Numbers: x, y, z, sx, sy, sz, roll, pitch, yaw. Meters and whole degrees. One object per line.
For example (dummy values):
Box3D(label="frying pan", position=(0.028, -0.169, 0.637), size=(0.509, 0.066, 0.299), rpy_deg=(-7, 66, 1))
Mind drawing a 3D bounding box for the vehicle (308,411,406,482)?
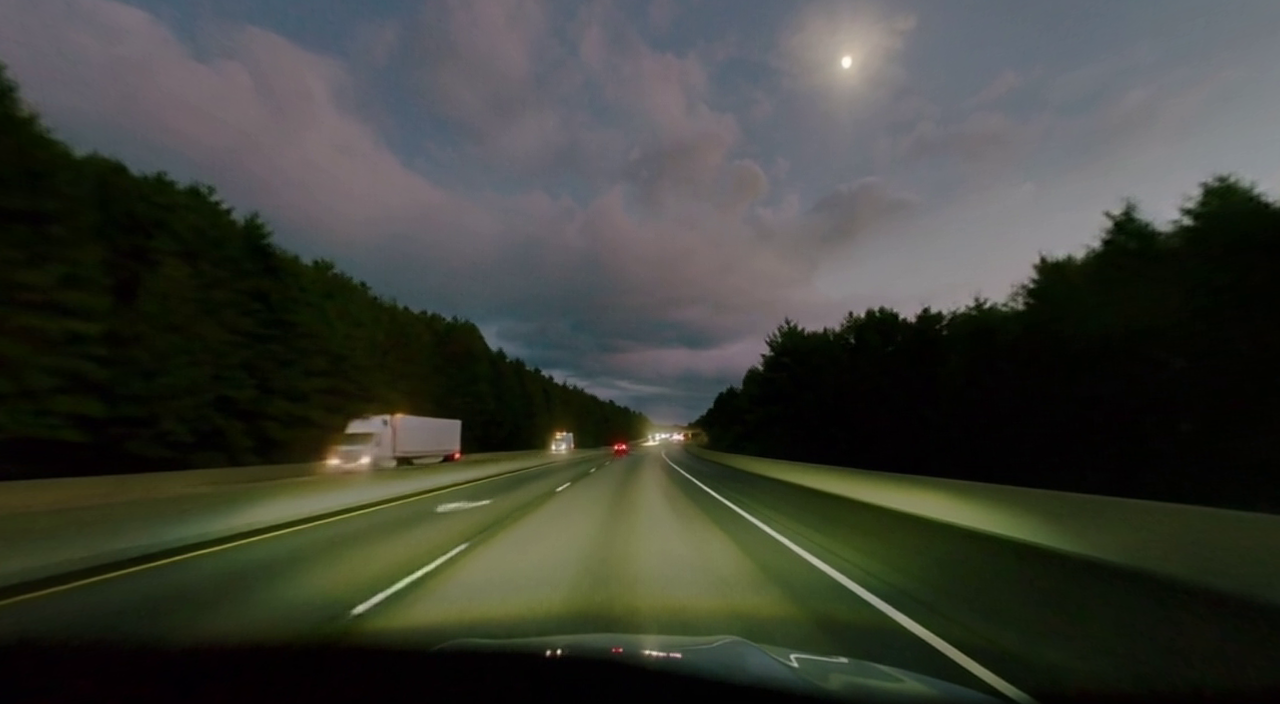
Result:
Box3D(label="vehicle", position=(-16.999, 5.713, 38.296), size=(3.007, 3.957, 5.959), rpy_deg=(-1, -8, 1))
